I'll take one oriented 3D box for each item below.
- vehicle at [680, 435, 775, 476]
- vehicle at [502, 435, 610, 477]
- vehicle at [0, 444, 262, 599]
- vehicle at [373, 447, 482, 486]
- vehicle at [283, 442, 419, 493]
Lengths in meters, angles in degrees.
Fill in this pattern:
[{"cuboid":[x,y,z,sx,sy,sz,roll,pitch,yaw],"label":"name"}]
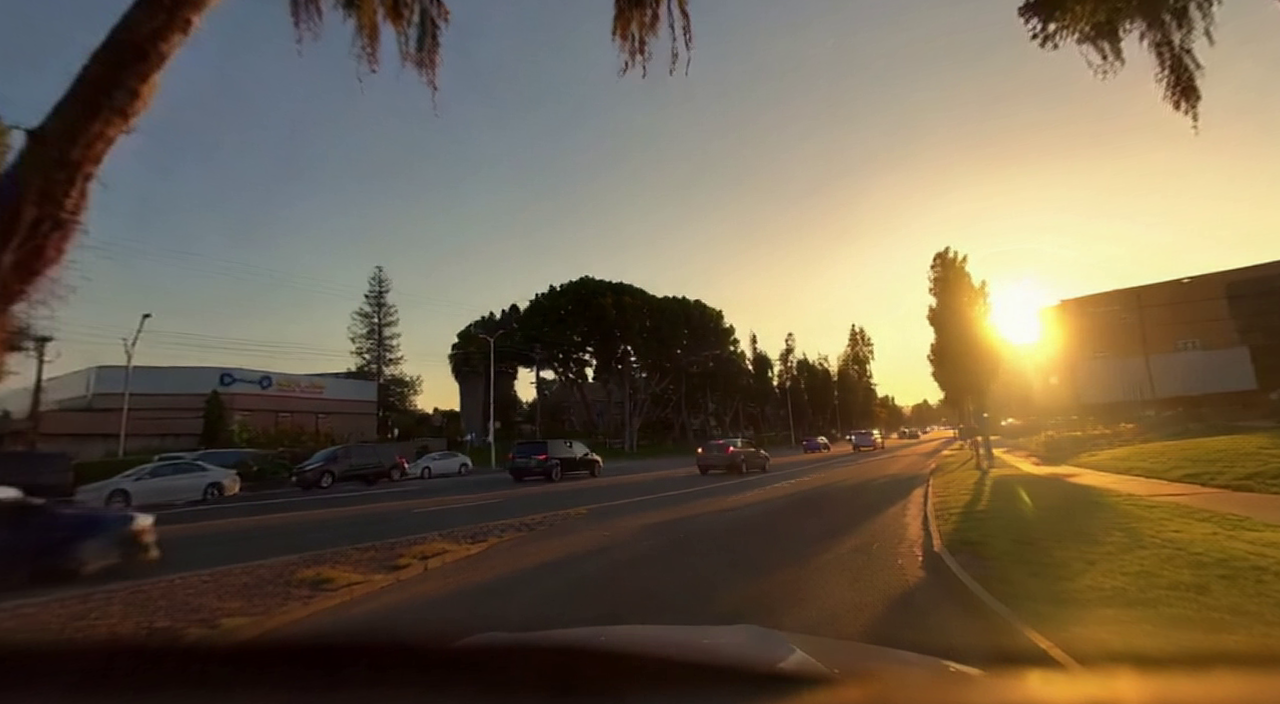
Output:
[{"cuboid":[3.618,4.175,25.442,1.984,1.482,4.482,-6,-11,34],"label":"vehicle"},{"cuboid":[-3.858,4.897,29.792,2.506,1.718,4.822,-9,-12,31],"label":"vehicle"},{"cuboid":[-6.954,1.669,6.503,2.056,1.442,4.725,-6,-11,36],"label":"vehicle"},{"cuboid":[-11.610,6.236,34.905,2.261,1.733,5.381,-5,-8,33],"label":"vehicle"},{"cuboid":[-12.488,4.932,27.634,2.134,1.924,4.911,-5,-9,34],"label":"vehicle"}]
